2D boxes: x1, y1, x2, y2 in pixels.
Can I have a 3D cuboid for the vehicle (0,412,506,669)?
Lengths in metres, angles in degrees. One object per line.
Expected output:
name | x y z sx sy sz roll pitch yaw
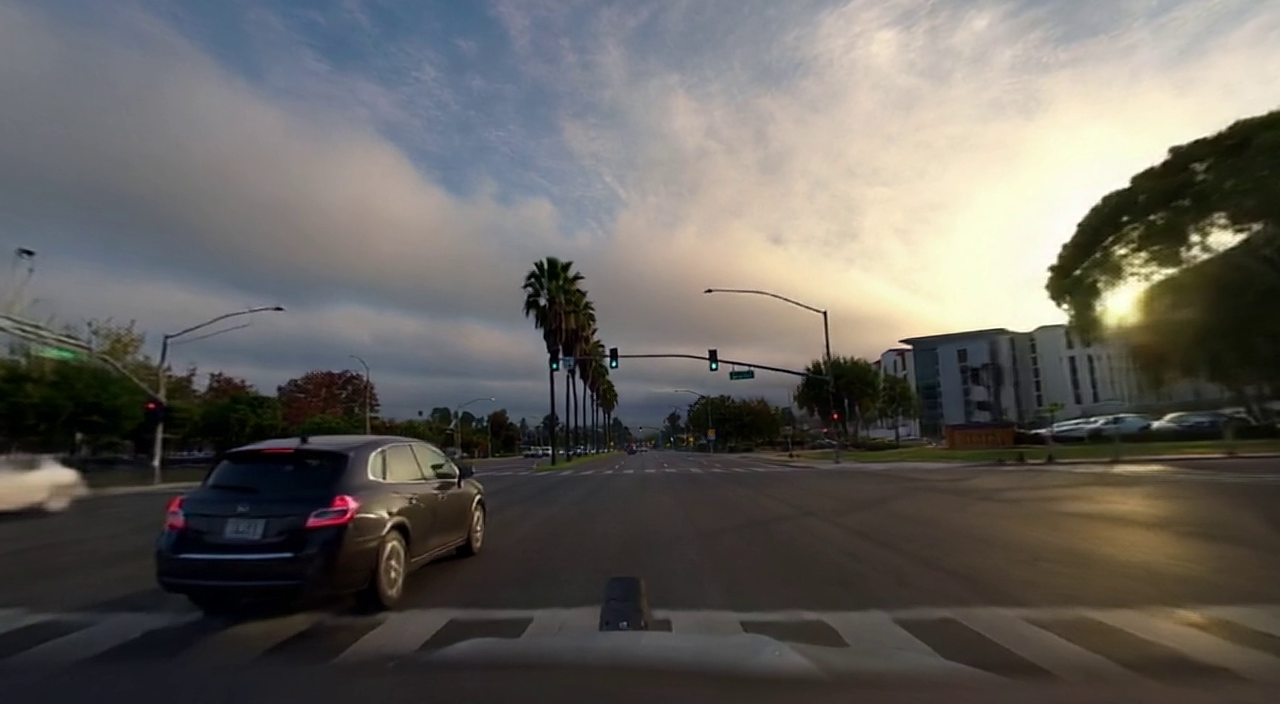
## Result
vehicle | -3.014 1.504 6.322 2.162 1.549 4.795 0 -8 1
